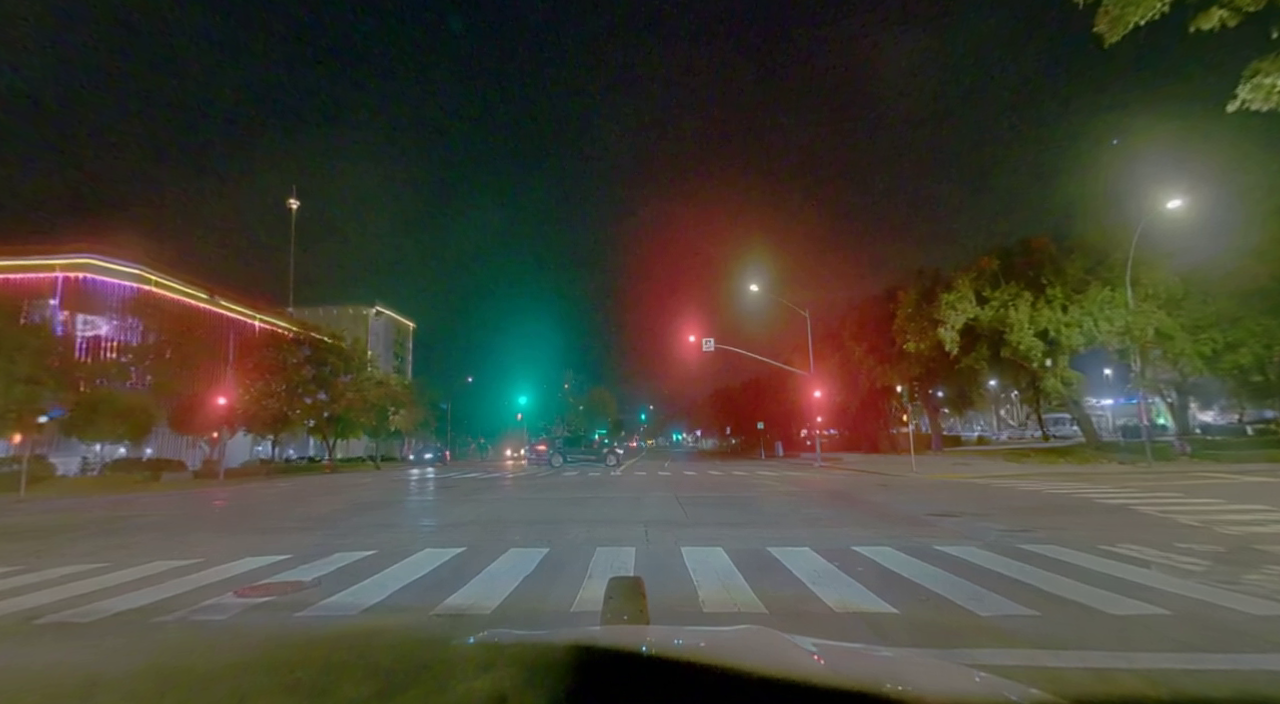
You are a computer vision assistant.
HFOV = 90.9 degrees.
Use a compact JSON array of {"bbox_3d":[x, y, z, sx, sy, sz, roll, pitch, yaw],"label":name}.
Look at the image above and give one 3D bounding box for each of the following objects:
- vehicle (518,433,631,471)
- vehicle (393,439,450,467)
[{"bbox_3d":[-2.774,4.375,27.725,2.521,1.522,4.418,-7,-11,39],"label":"vehicle"},{"bbox_3d":[-14.773,6.833,42.937,2.169,1.753,4.640,0,-8,0],"label":"vehicle"}]
